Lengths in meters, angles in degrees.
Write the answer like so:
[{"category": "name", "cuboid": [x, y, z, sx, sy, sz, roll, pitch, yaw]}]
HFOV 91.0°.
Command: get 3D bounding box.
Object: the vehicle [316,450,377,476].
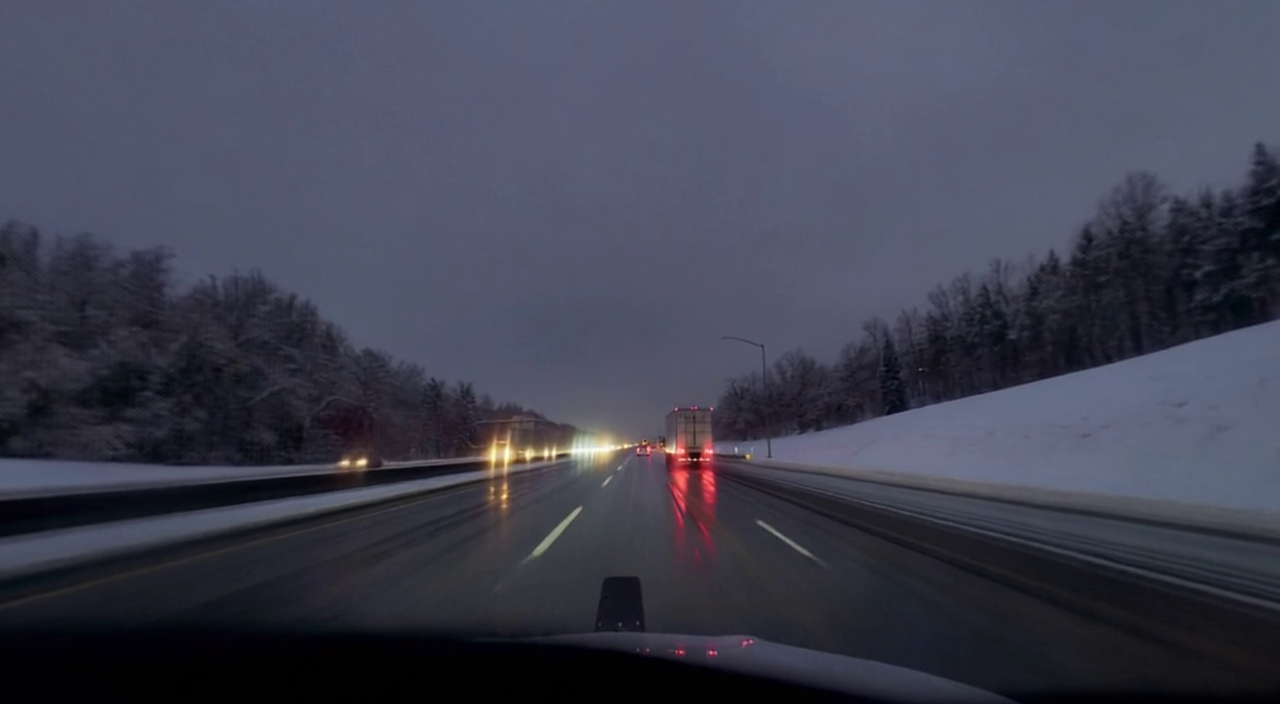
[{"category": "vehicle", "cuboid": [-21.691, 8.178, 46.757, 2.038, 1.788, 4.894, 0, -9, 2]}]
